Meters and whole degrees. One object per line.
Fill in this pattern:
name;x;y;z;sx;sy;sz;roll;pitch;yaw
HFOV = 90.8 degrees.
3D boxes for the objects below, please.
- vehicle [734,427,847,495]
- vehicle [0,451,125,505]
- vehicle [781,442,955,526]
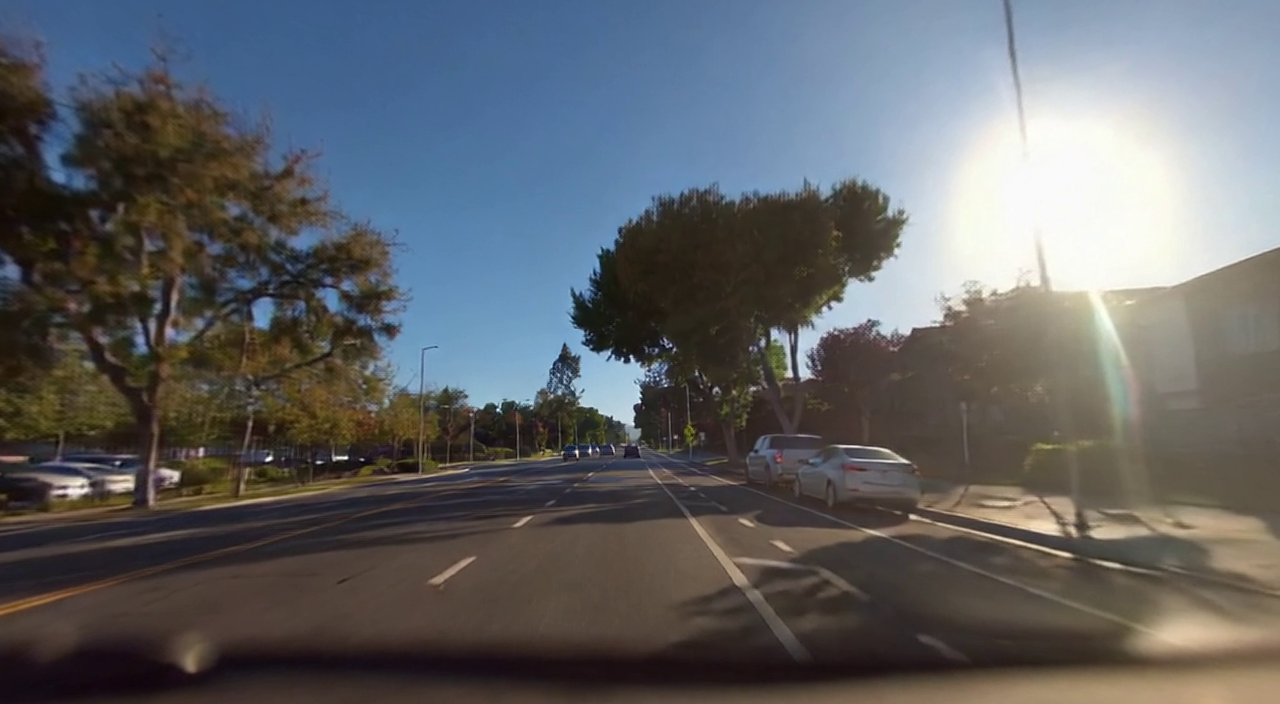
vehicle;4.514;3.356;19.884;2.115;1.843;5.141;0;-8;-2
vehicle;-23.204;4.719;23.814;5.368;1.867;2.307;4;-9;-28
vehicle;4.426;2.607;13.112;1.935;1.433;4.241;0;-8;-2
